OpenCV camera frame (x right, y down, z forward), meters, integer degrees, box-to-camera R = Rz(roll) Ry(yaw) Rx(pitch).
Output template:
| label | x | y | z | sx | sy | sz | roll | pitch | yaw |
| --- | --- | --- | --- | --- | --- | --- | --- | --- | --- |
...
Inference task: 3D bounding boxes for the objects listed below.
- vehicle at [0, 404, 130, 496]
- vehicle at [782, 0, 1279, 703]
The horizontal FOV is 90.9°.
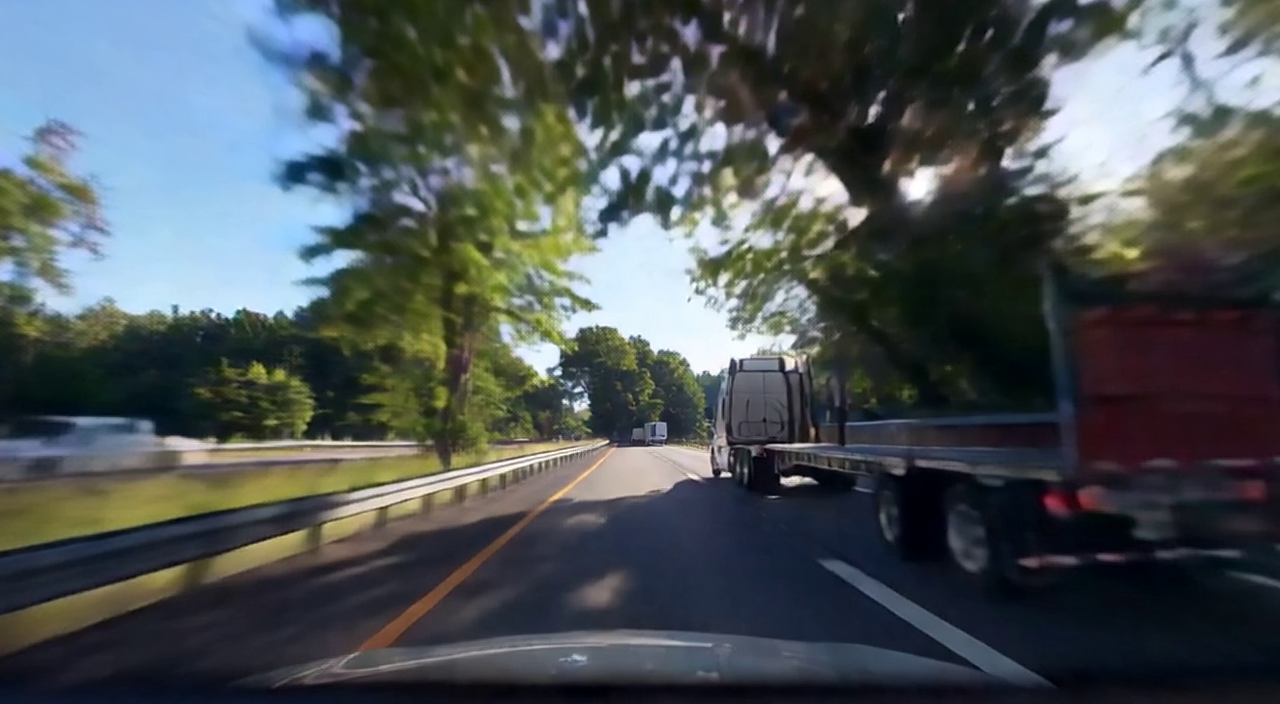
| label | x | y | z | sx | sy | sz | roll | pitch | yaw |
| --- | --- | --- | --- | --- | --- | --- | --- | --- | --- |
| vehicle | -11.890 | 1.762 | 11.396 | 1.885 | 1.570 | 4.173 | 0 | -8 | -1 |
| vehicle | 4.215 | 0.431 | 7.622 | 2.861 | 3.991 | 8.583 | 0 | -8 | -1 |
